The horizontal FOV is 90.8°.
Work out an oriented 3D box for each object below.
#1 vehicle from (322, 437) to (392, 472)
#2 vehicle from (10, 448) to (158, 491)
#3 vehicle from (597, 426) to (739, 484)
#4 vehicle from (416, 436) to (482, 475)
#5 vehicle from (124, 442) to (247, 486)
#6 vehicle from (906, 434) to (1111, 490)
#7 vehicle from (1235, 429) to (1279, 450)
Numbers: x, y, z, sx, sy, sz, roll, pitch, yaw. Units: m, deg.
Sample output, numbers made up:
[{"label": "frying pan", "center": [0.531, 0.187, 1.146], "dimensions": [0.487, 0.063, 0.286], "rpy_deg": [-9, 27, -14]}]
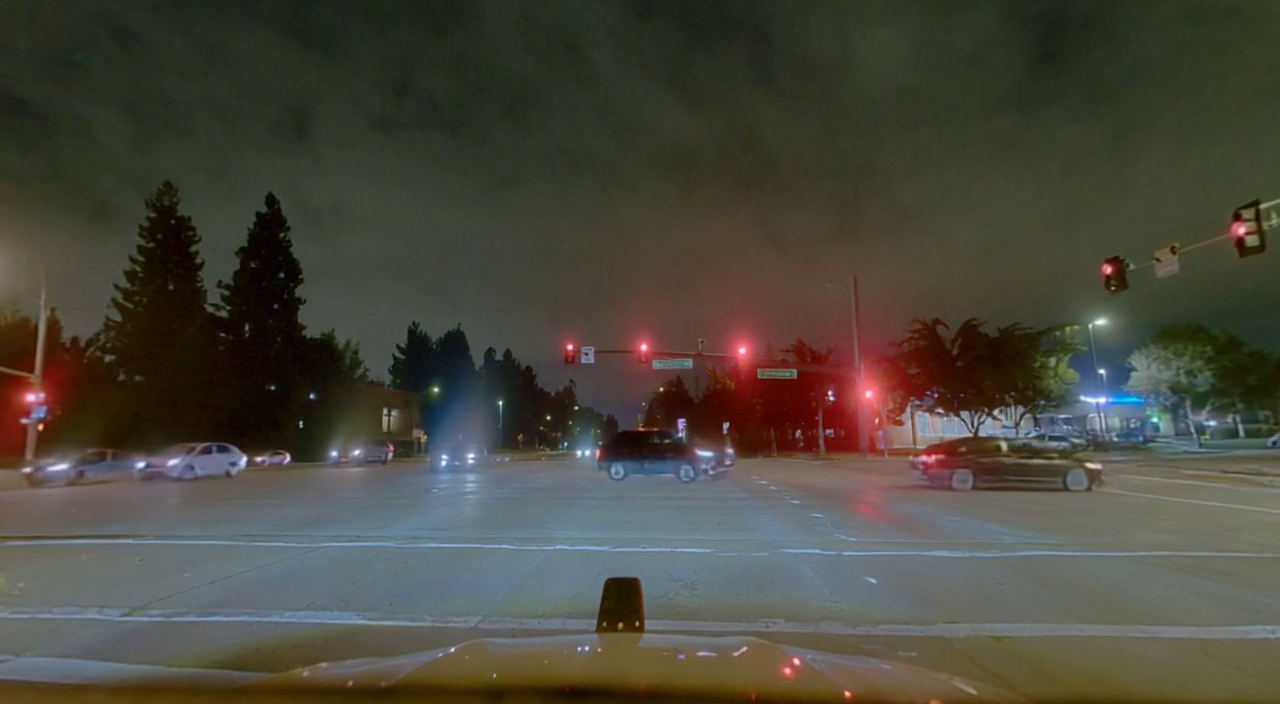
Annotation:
[{"label": "vehicle", "center": [-16.407, 5.970, 36.929], "dimensions": [1.977, 1.878, 4.575], "rpy_deg": [0, -9, 0]}, {"label": "vehicle", "center": [-23.251, 4.897, 26.749], "dimensions": [2.041, 1.642, 4.628], "rpy_deg": [0, -9, 0]}, {"label": "vehicle", "center": [0.975, 3.723, 22.984], "dimensions": [4.767, 1.877, 2.017], "rpy_deg": [-6, -10, 33]}, {"label": "vehicle", "center": [-9.091, 4.861, 29.861], "dimensions": [1.982, 1.678, 4.180], "rpy_deg": [5, -10, -29]}, {"label": "vehicle", "center": [-19.686, 4.843, 27.662], "dimensions": [2.088, 1.743, 4.417], "rpy_deg": [0, -9, -1]}, {"label": "vehicle", "center": [10.329, 3.119, 18.119], "dimensions": [4.532, 1.467, 2.135], "rpy_deg": [-2, -9, 11]}, {"label": "vehicle", "center": [45.674, 6.285, 45.276], "dimensions": [1.786, 1.412, 4.330], "rpy_deg": [0, -9, 0]}]
